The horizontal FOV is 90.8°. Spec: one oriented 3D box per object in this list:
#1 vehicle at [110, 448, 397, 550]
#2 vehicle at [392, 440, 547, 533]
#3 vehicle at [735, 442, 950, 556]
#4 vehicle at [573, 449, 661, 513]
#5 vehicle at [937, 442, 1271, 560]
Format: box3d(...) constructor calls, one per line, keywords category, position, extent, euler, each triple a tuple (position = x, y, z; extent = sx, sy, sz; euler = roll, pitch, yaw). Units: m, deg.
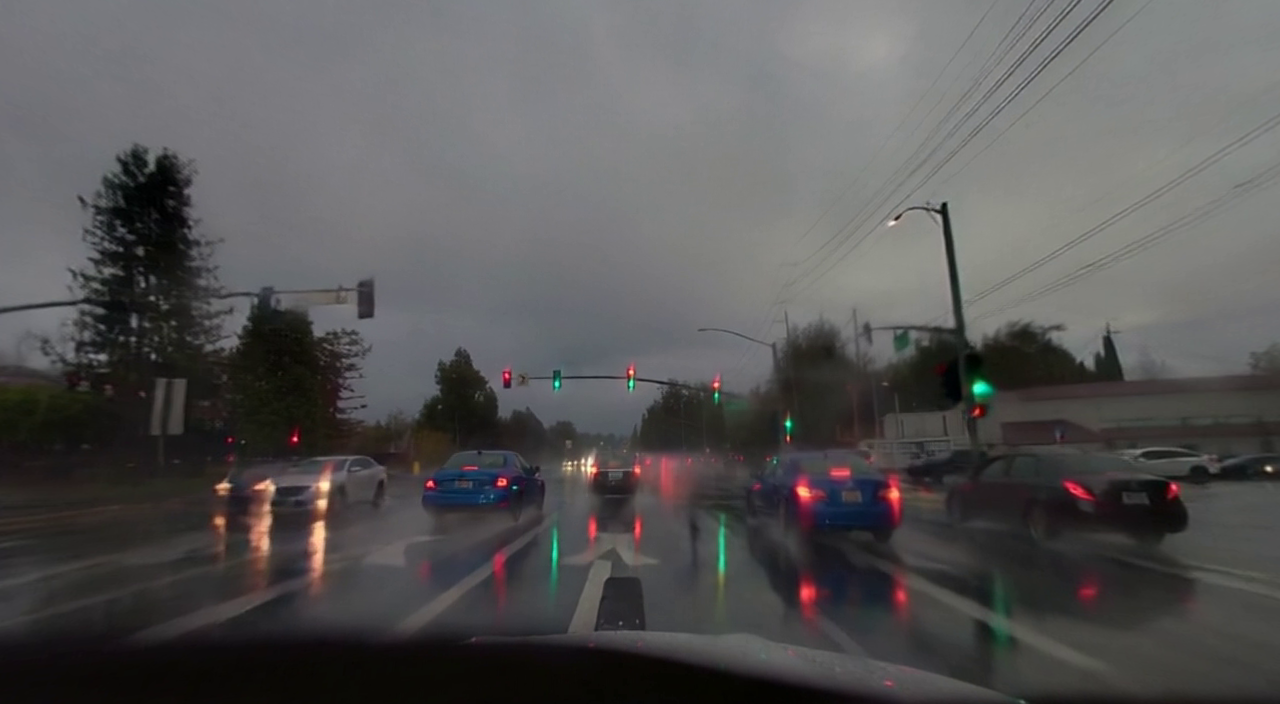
box3d(category="vehicle", position=(-6.736, 2.581, 12.066), extent=(2.032, 1.448, 5.500), euler=(0, -8, 0))
box3d(category="vehicle", position=(-3.322, 2.695, 13.353), extent=(2.073, 1.606, 4.364), euler=(0, -8, 0))
box3d(category="vehicle", position=(3.039, 2.298, 10.698), extent=(2.053, 1.490, 4.464), euler=(0, -8, -1))
box3d(category="vehicle", position=(-0.549, 3.368, 17.063), extent=(2.065, 1.464, 4.216), euler=(0, -8, 0))
box3d(category="vehicle", position=(6.887, 2.207, 10.195), extent=(2.004, 1.455, 4.417), euler=(0, -8, -1))
